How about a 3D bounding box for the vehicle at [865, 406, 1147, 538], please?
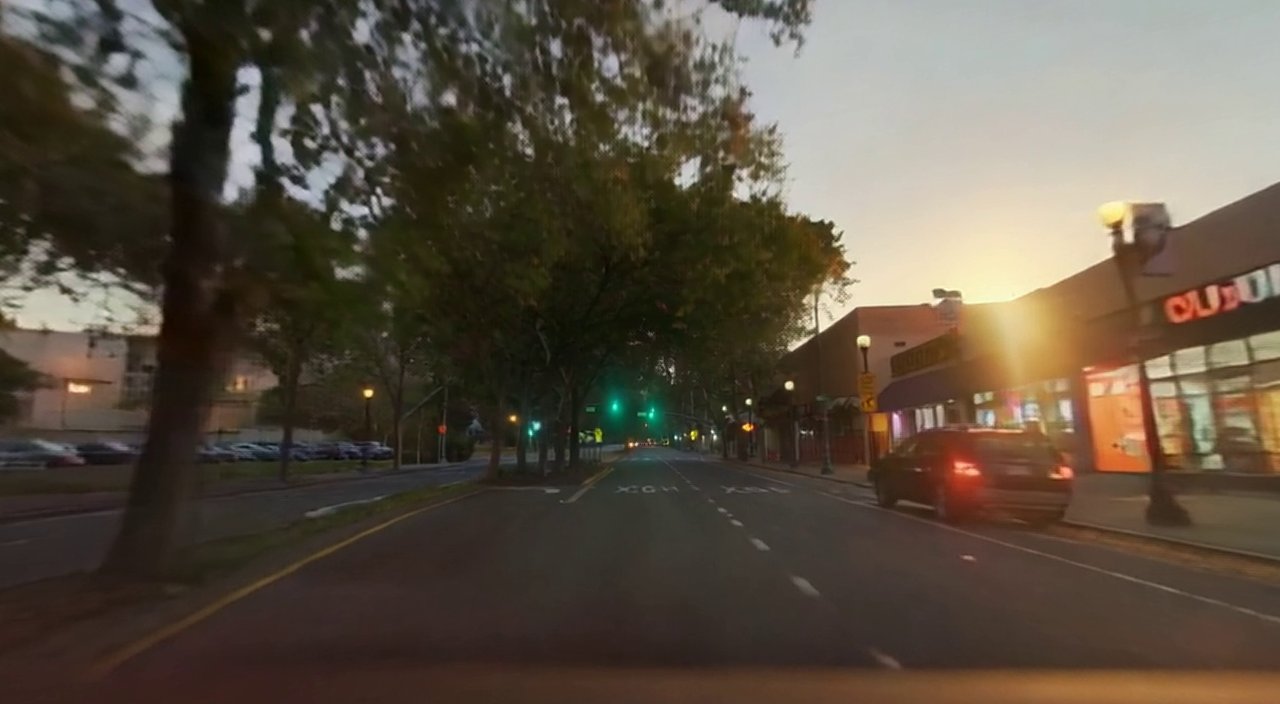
[{"bbox_3d":[6.221,2.108,11.680,2.112,1.894,4.910,0,-8,-2],"label":"vehicle"}]
